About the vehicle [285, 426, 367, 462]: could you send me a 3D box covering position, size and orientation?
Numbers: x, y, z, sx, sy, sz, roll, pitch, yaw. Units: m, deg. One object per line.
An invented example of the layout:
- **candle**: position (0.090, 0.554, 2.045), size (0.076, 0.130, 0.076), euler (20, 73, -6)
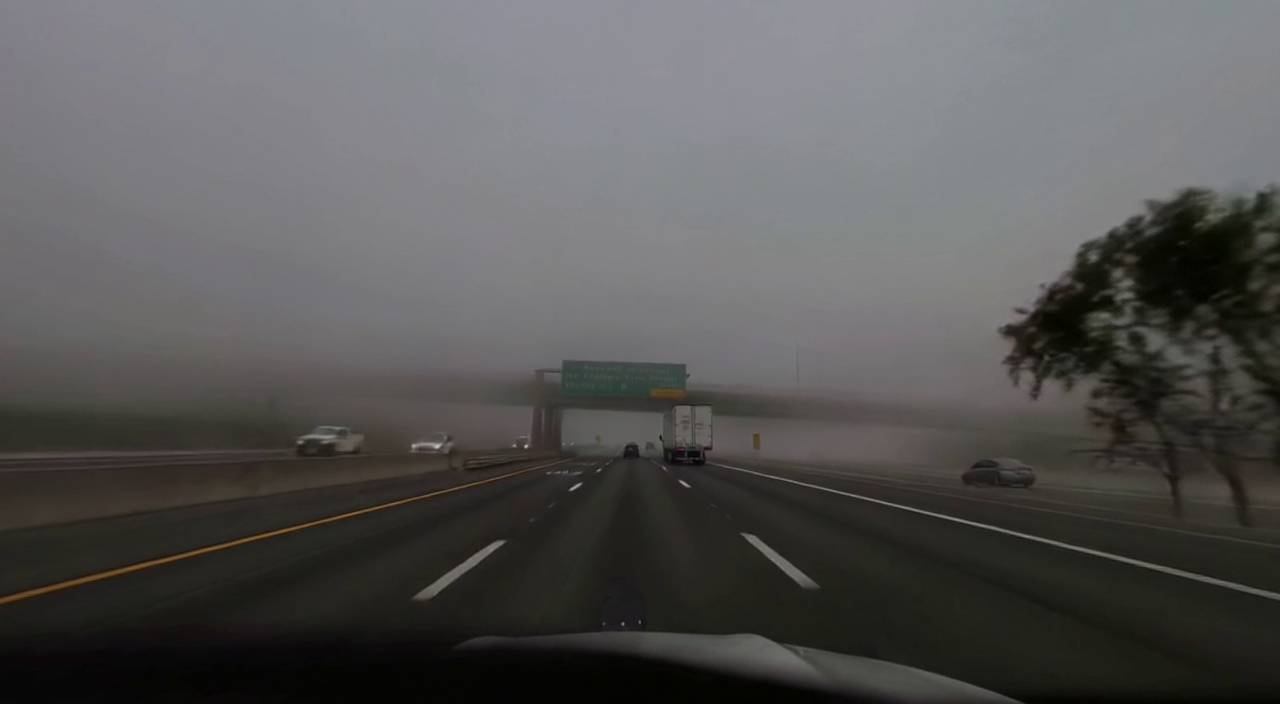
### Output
- **vehicle**: position (-16.133, 4.789, 32.655), size (1.983, 1.699, 4.341), euler (0, -9, 0)

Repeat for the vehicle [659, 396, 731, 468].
- **vehicle**: position (3.485, 5.847, 44.658), size (3.323, 4.262, 14.056), euler (1, -9, -2)

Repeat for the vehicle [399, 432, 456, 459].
- **vehicle**: position (-12.703, 5.652, 37.943), size (1.887, 1.488, 4.397), euler (0, -9, -1)
